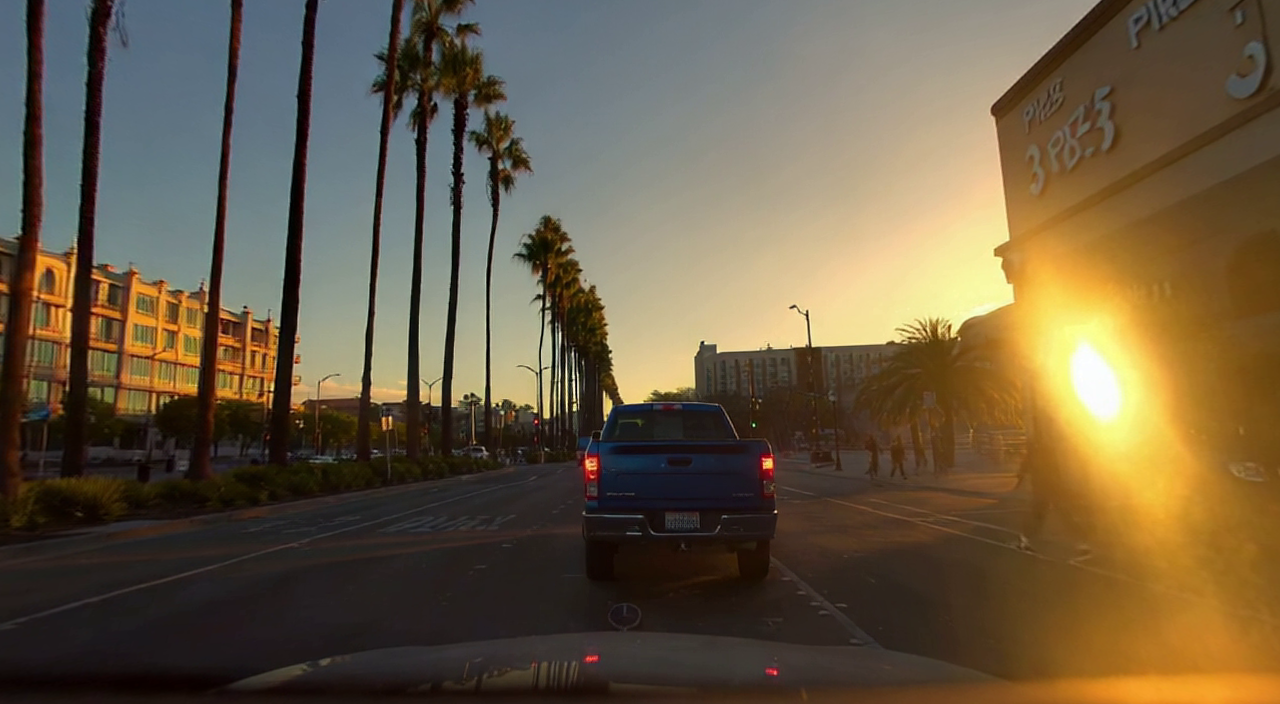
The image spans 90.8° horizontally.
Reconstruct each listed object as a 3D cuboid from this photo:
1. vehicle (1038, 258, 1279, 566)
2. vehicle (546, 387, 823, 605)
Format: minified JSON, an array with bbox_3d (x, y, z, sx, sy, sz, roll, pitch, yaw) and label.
[{"bbox_3d":[7.904,0.854,8.593,2.666,3.345,3.622,-1,-8,7],"label":"vehicle"},{"bbox_3d":[0.403,1.595,8.002,2.311,1.819,5.255,0,-8,1],"label":"vehicle"}]
